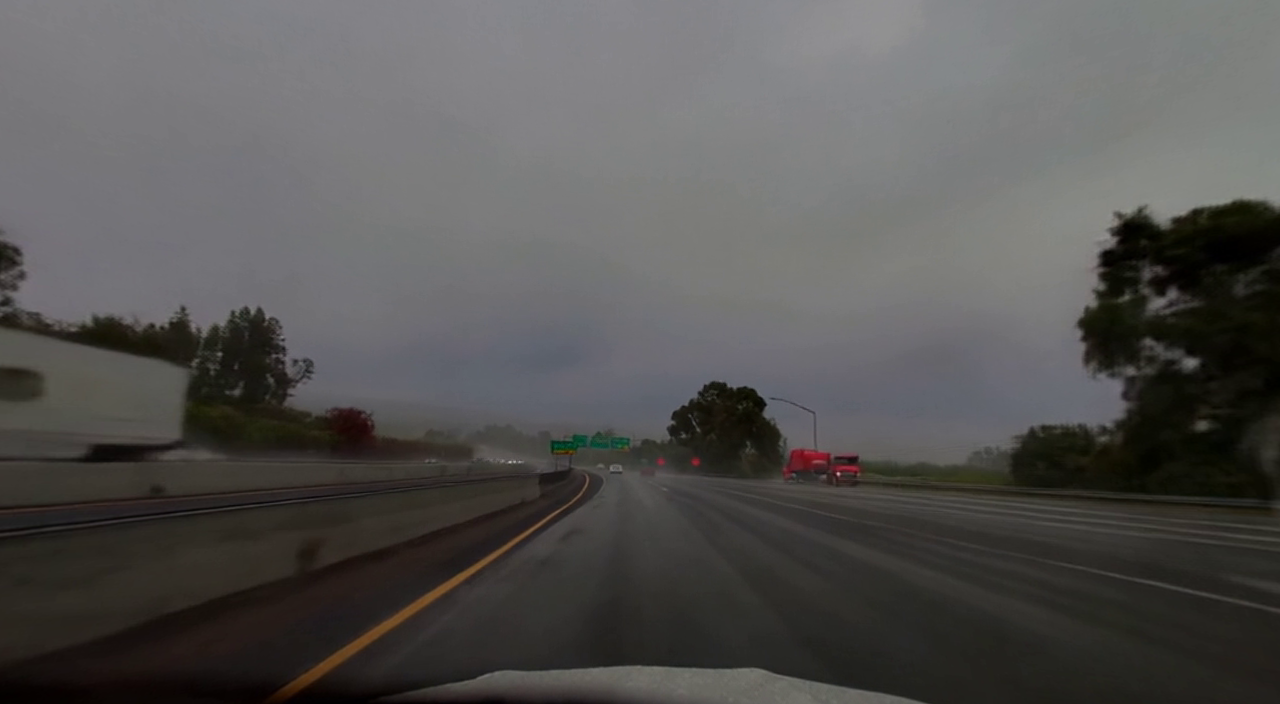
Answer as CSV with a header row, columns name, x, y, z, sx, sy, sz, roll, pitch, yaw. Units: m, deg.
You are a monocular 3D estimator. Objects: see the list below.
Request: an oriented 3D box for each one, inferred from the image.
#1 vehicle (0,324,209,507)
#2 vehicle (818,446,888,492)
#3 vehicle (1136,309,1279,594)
name,x,y,z,sx,sy,sz,roll,pitch,yaw
vehicle,-15.069,1.539,14.459,2.812,3.834,10.802,1,-10,-2
vehicle,16.310,9.017,48.642,2.827,3.120,6.502,5,-10,-3
vehicle,8.253,0.841,5.363,2.616,3.039,6.382,2,-10,-1
